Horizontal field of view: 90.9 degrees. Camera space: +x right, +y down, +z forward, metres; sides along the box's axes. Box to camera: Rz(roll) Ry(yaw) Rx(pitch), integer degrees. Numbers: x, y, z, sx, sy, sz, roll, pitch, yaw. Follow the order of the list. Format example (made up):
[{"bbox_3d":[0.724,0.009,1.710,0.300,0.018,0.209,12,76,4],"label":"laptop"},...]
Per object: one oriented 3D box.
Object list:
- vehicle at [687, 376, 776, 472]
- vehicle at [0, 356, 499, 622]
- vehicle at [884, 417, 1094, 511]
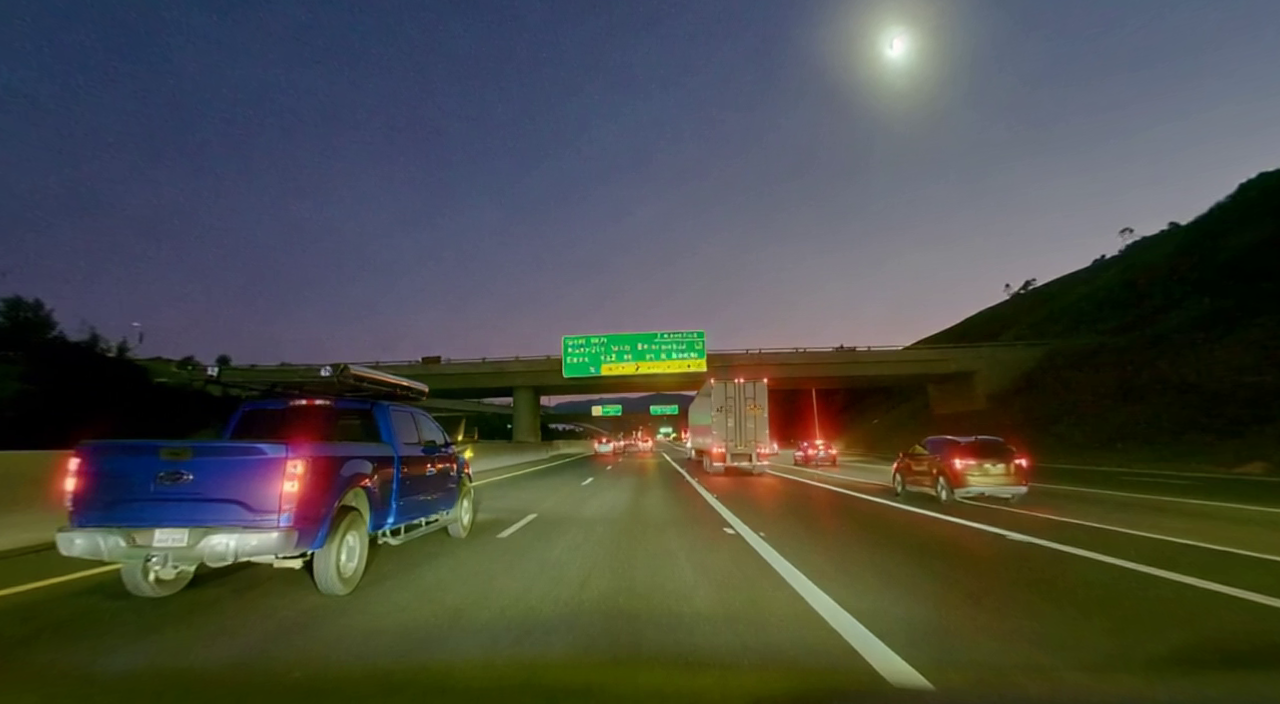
[{"bbox_3d":[4.361,3.999,33.286,2.885,4.036,12.891,0,-8,1],"label":"vehicle"},{"bbox_3d":[-3.880,1.524,8.095,2.599,2.054,6.288,0,-9,1],"label":"vehicle"},{"bbox_3d":[7.330,2.412,13.973,1.999,1.700,4.640,0,-8,0],"label":"vehicle"}]
